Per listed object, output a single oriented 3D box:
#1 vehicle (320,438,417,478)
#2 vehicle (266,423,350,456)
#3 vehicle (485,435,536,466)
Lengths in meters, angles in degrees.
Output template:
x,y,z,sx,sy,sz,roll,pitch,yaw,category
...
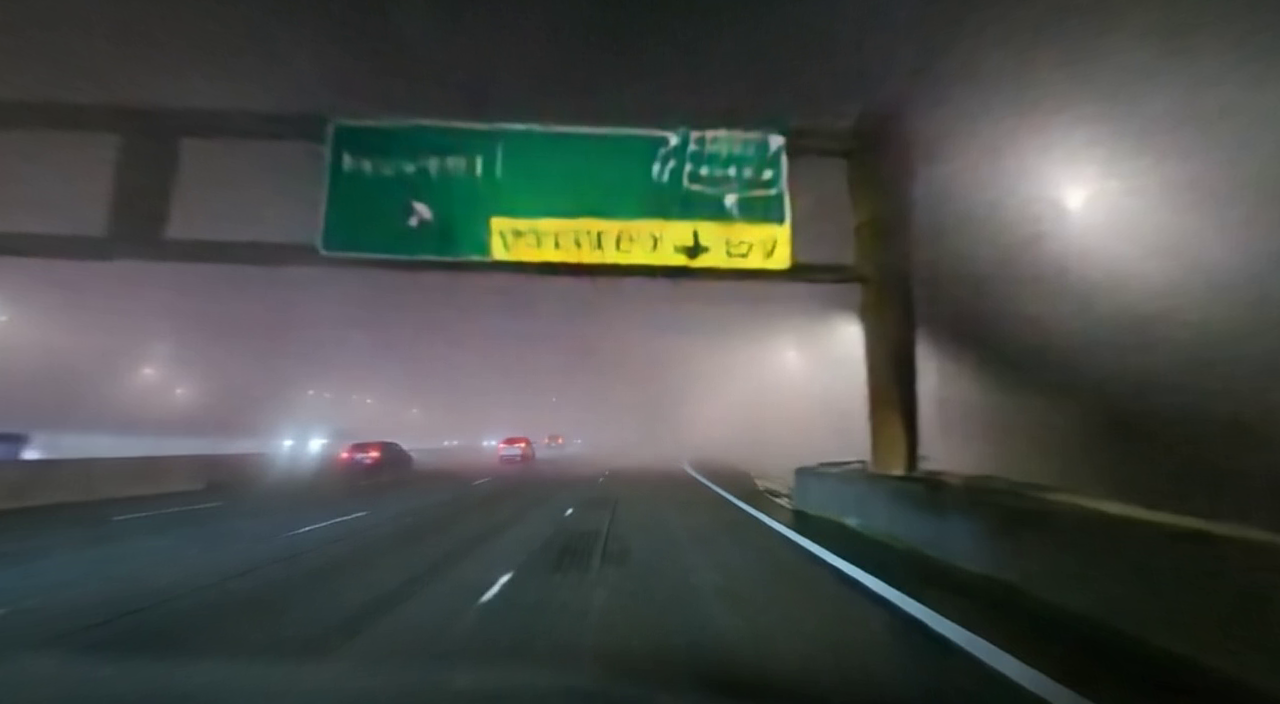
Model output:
x,y,z,sx,sy,sz,roll,pitch,yaw,category
-10.627,4.152,24.958,1.976,1.413,4.088,0,-8,0,vehicle
-19.456,5.170,37.198,2.112,1.834,5.120,0,-8,1,vehicle
-7.156,5.458,35.174,1.979,1.646,4.096,0,-8,0,vehicle
